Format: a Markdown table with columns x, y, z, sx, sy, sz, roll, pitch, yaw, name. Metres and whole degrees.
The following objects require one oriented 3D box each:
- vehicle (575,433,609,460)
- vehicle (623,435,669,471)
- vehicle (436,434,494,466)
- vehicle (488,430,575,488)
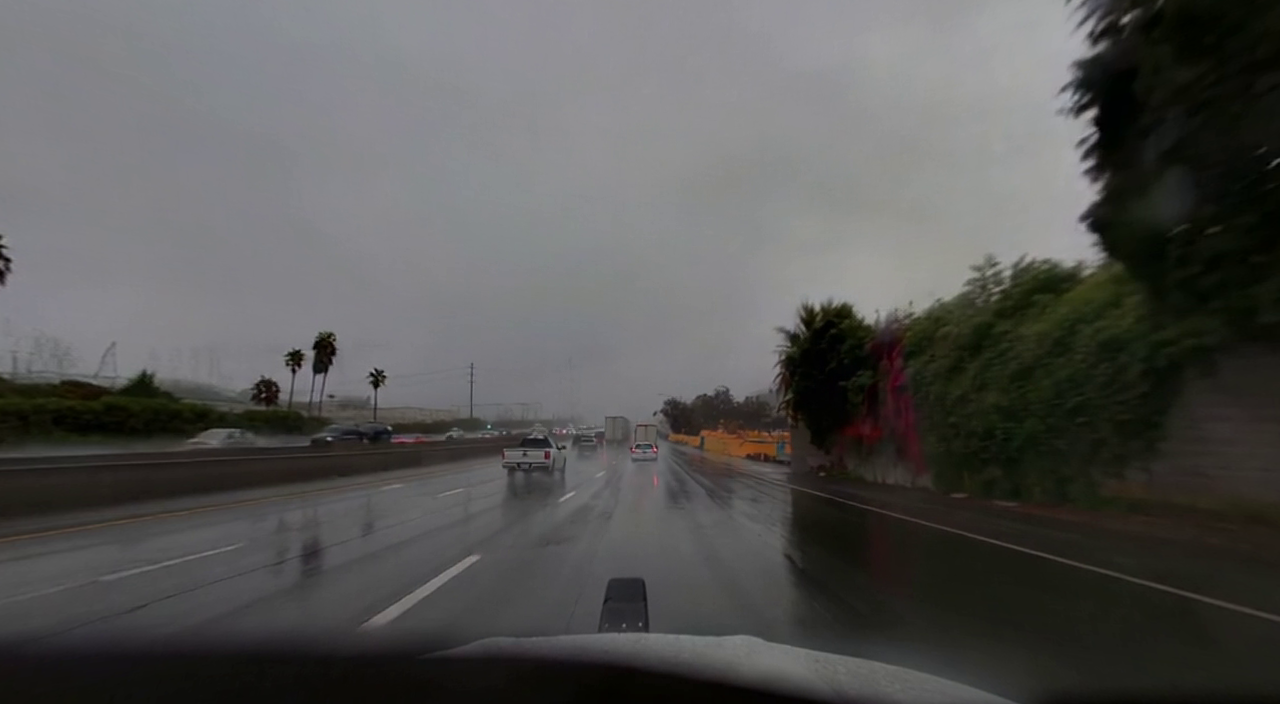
| x | y | z | sx | sy | sz | roll | pitch | yaw | name |
| --- | --- | --- | --- | --- | --- | --- | --- | --- | --- |
| -3.647 | 7.325 | 49.054 | 2.203 | 1.958 | 4.848 | -1 | -9 | 1 | vehicle |
| 0.285 | 5.045 | 31.700 | 2.136 | 1.678 | 4.052 | -1 | -9 | 0 | vehicle |
| -10.749 | 6.052 | 39.104 | 2.104 | 1.818 | 4.721 | -1 | -9 | 1 | vehicle |
| -3.579 | 3.634 | 21.708 | 2.108 | 1.740 | 4.549 | -1 | -9 | 1 | vehicle |
